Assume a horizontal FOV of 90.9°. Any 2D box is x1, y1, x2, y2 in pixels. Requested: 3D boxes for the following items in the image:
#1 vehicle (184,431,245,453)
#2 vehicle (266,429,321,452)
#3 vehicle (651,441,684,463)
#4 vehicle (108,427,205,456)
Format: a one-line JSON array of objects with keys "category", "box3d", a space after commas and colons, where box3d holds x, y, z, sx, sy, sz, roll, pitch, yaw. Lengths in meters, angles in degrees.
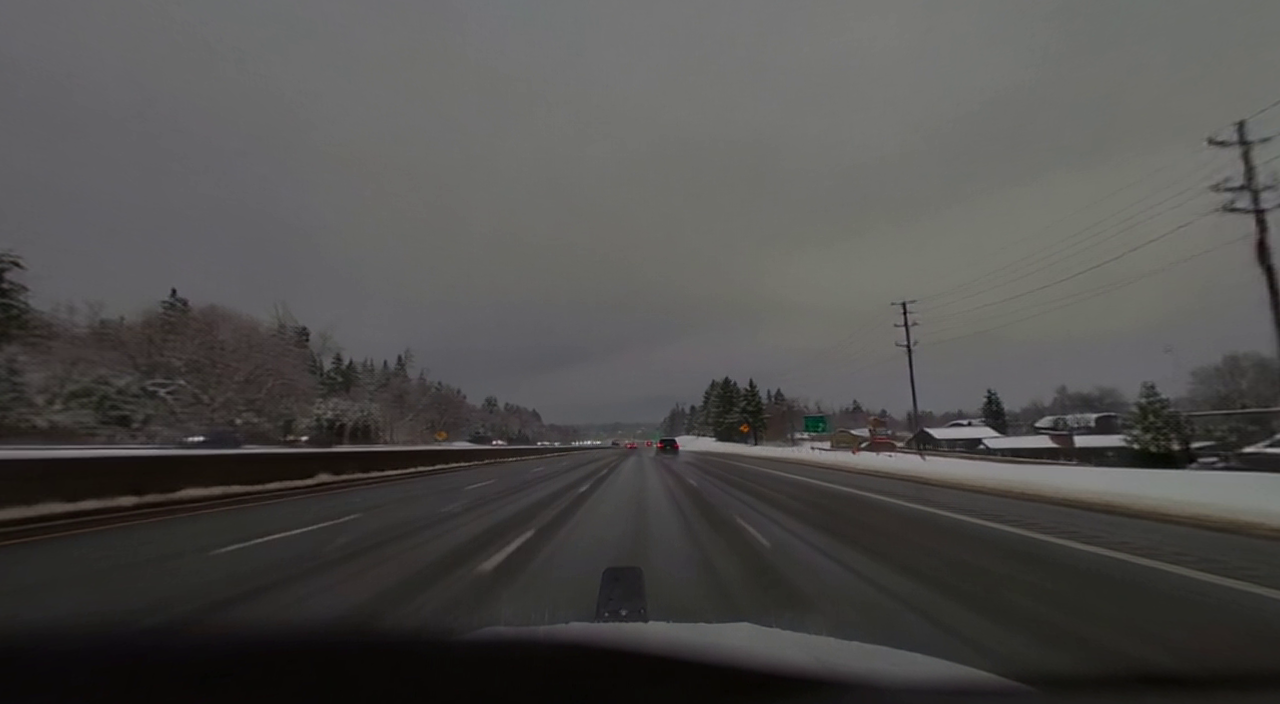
[{"category": "vehicle", "box3d": [-29.933, 6.385, 44.500, 1.671, 1.450, 3.753, 0, -8, 0]}, {"category": "vehicle", "box3d": [-26.350, 6.784, 48.116, 1.796, 1.563, 3.964, 3, -8, 0]}, {"category": "vehicle", "box3d": [1.884, 7.025, 44.400, 2.036, 1.486, 4.375, 0, -8, -2]}, {"category": "vehicle", "box3d": [-25.969, 4.845, 34.088, 1.737, 1.421, 4.473, 0, -8, 0]}]
